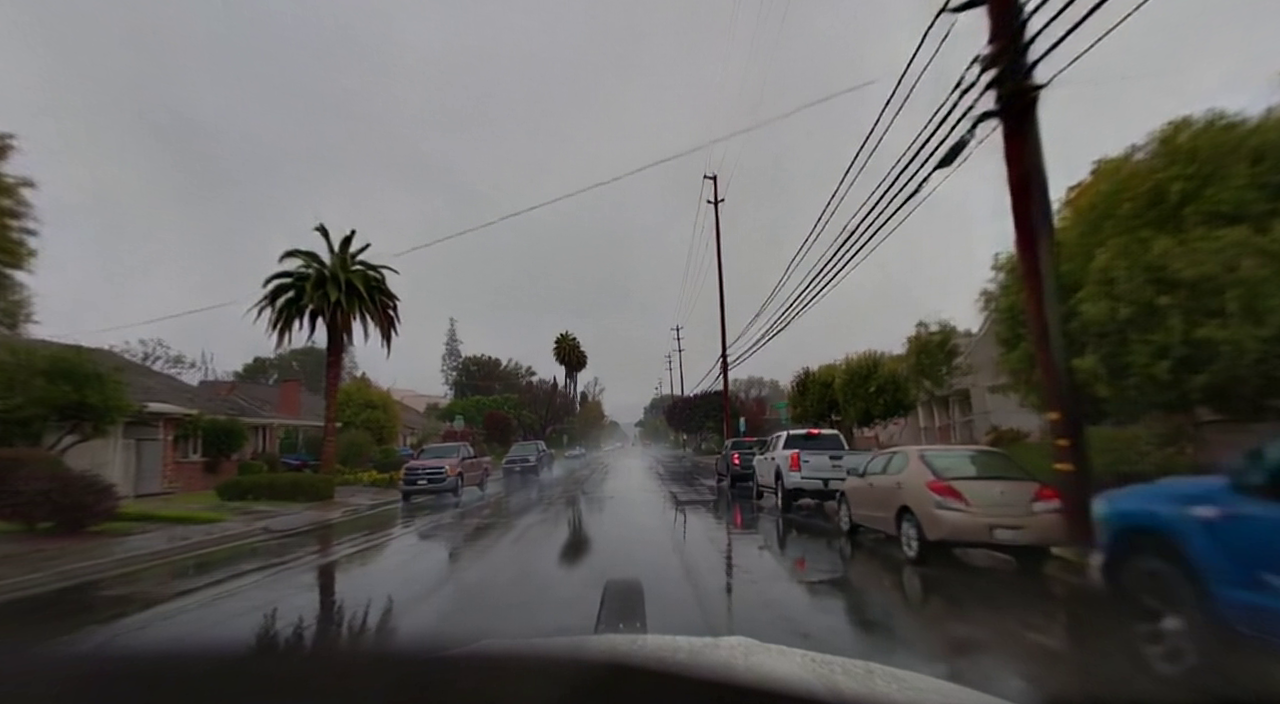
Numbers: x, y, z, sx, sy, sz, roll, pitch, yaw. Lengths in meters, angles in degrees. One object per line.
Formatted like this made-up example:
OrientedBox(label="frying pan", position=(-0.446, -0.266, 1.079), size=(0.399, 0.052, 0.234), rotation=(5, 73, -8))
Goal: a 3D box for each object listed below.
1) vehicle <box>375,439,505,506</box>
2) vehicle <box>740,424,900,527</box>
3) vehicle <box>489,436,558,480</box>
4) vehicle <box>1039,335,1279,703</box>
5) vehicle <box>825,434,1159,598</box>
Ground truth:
OrientedBox(label="vehicle", position=(-5.831, 3.557, 19.220), size=(2.226, 1.768, 4.780), rotation=(0, -8, 2))
OrientedBox(label="vehicle", position=(3.473, 2.471, 13.244), size=(1.979, 1.762, 4.621), rotation=(0, -9, 0))
OrientedBox(label="vehicle", position=(-5.818, 5.392, 32.499), size=(2.455, 2.045, 6.171), rotation=(0, -8, -1))
OrientedBox(label="vehicle", position=(3.554, 0.711, 1.738), size=(2.012, 1.777, 4.505), rotation=(0, -9, 1))
OrientedBox(label="vehicle", position=(3.839, 1.814, 7.842), size=(1.854, 1.493, 3.880), rotation=(0, -9, -1))
